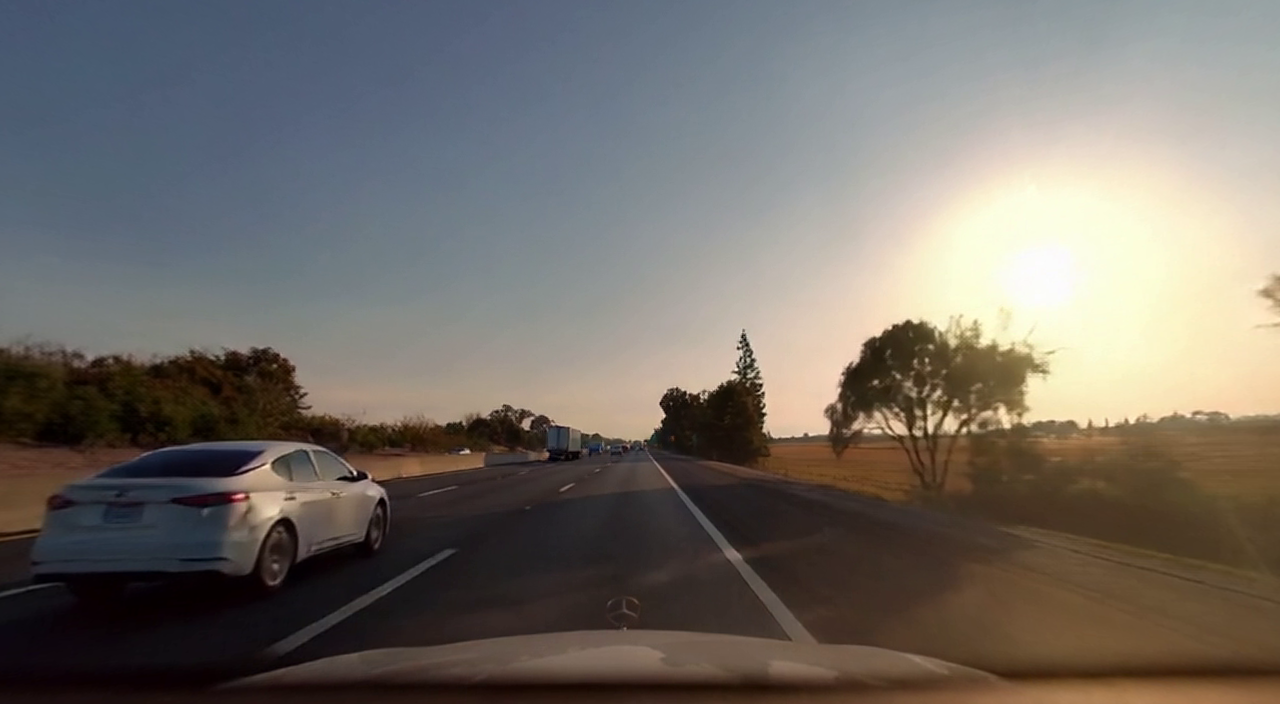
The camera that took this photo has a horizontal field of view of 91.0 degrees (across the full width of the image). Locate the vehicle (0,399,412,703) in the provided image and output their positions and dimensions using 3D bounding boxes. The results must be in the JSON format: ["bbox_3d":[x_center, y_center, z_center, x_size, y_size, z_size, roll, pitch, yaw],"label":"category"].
[{"bbox_3d":[-3.884,1.363,5.388,2.028,1.553,4.820,0,-9,0],"label":"vehicle"}]
